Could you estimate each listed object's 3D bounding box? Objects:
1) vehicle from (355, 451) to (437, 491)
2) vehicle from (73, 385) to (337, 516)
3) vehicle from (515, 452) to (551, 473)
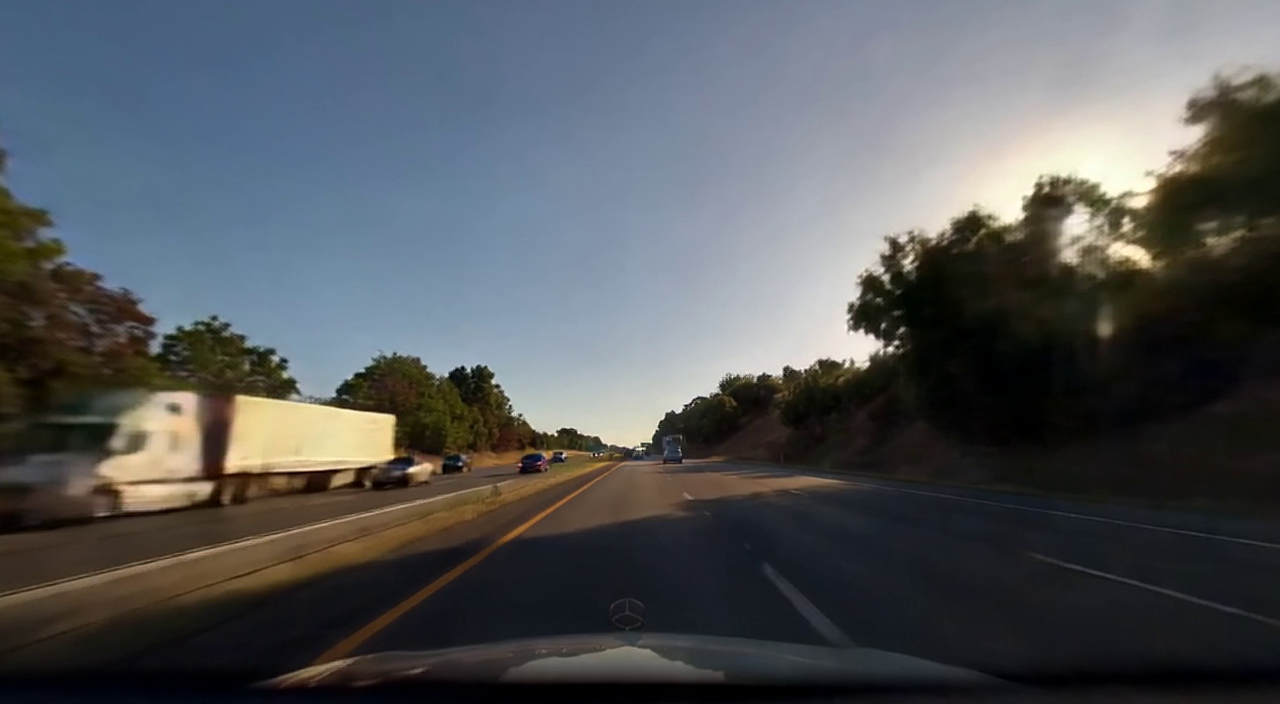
[{"bbox_3d":[-11.703,5.710,30.704,2.072,1.763,4.797,0,-9,0],"label":"vehicle"},{"bbox_3d":[-16.020,3.848,24.903,2.947,4.041,10.415,0,-9,0],"label":"vehicle"},{"bbox_3d":[-8.202,8.468,48.732,2.029,1.506,4.335,0,-9,1],"label":"vehicle"}]
